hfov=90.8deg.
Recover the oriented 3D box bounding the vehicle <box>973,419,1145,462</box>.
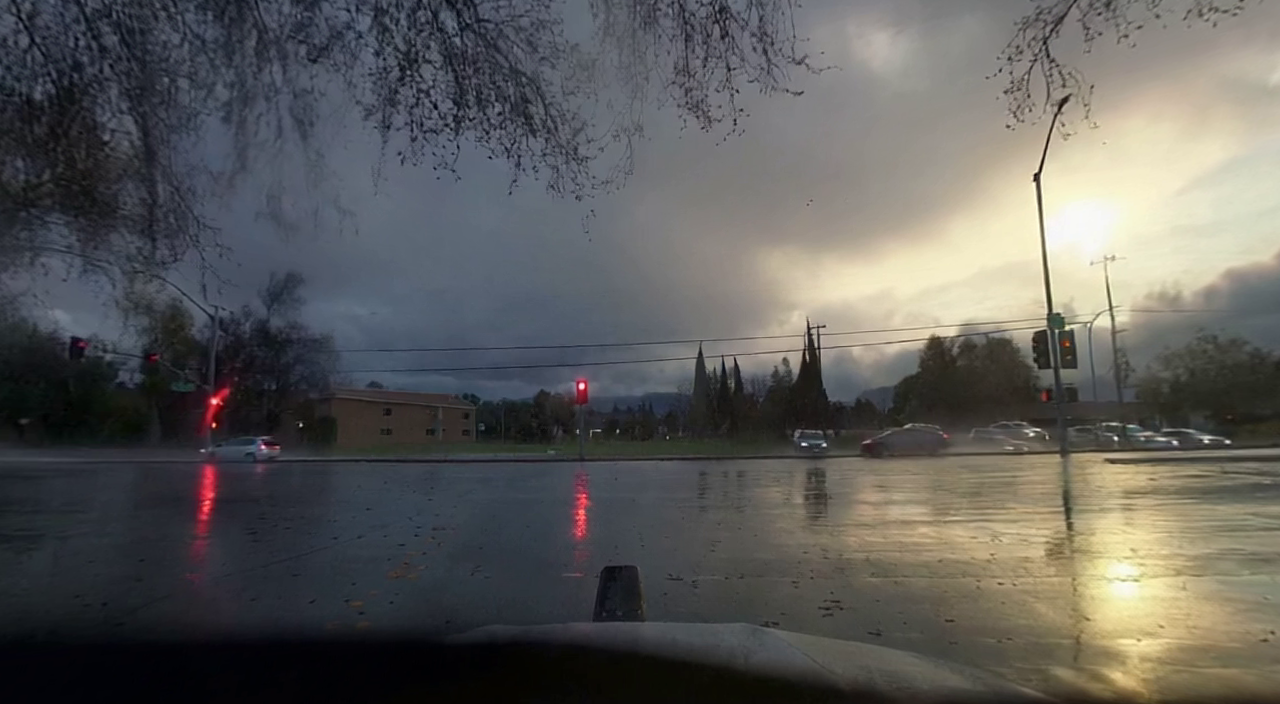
[{"bbox_3d":[15.024,3.219,22.945,4.749,1.461,1.892,-1,-9,9],"label":"vehicle"}]

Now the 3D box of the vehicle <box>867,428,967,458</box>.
[{"bbox_3d":[14.699,4.866,33.758,4.488,1.536,1.849,-2,-9,10],"label":"vehicle"}]

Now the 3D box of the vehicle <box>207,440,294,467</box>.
[{"bbox_3d":[-22.747,5.918,36.982,4.020,1.517,1.855,-2,-9,10],"label":"vehicle"}]
